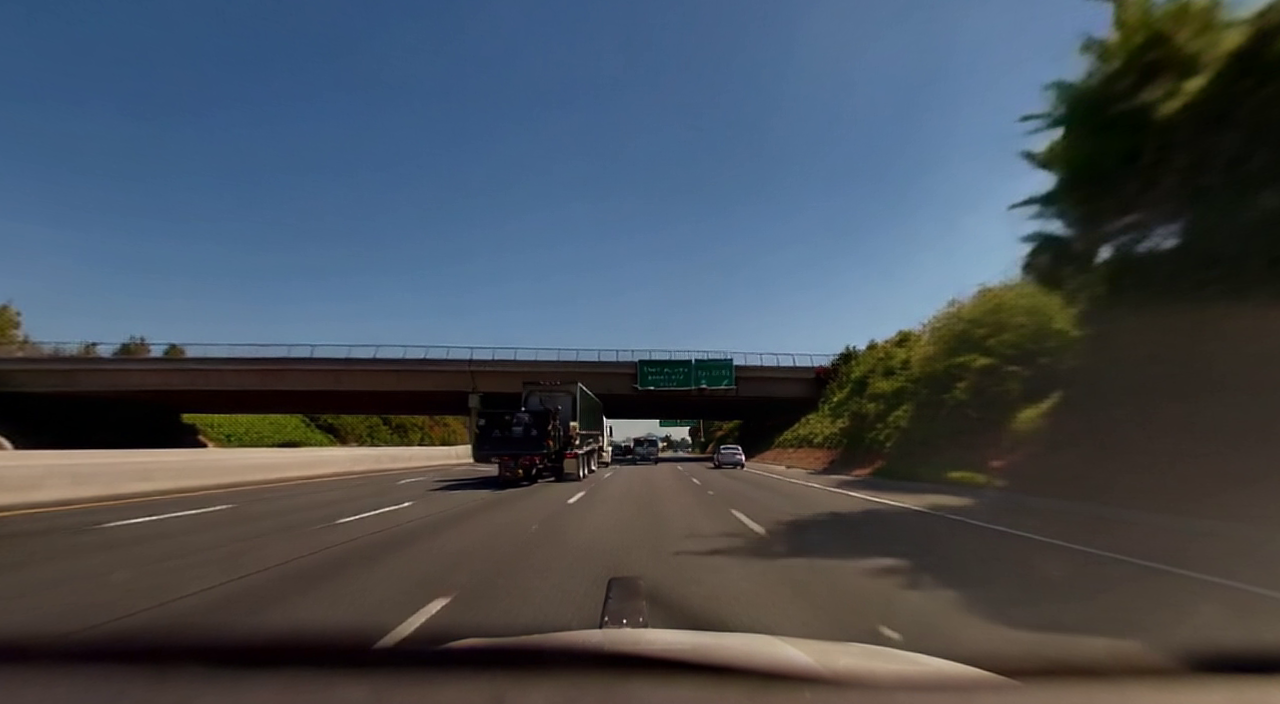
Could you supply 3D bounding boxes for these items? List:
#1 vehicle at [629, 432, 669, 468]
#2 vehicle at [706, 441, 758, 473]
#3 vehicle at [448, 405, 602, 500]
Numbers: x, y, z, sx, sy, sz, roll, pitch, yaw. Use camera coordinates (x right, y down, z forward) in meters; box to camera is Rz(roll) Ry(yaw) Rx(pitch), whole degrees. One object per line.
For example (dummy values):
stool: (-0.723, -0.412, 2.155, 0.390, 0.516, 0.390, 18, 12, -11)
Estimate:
vehicle: (0.588, 6.095, 39.348, 2.309, 2.023, 5.130, -1, -8, 1)
vehicle: (4.646, 5.340, 32.320, 1.993, 1.474, 4.230, 0, -8, 0)
vehicle: (-3.424, 3.769, 24.355, 2.854, 2.379, 16.653, 0, -8, 0)
